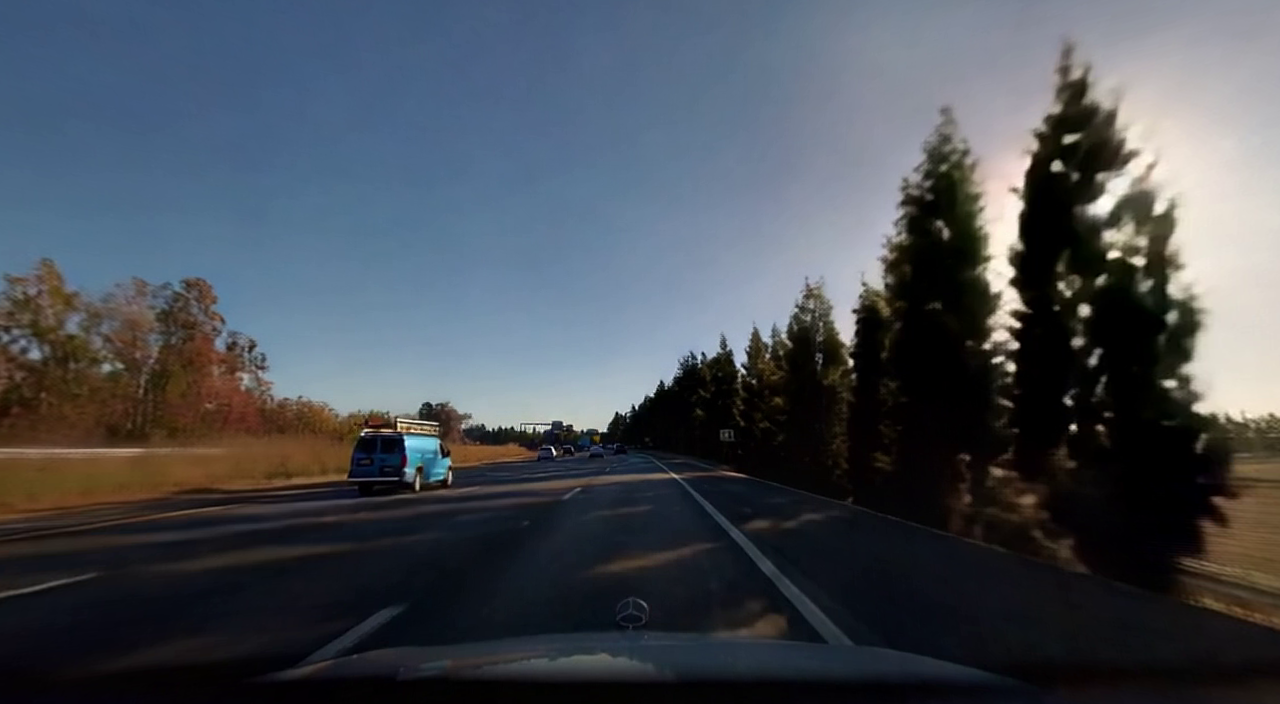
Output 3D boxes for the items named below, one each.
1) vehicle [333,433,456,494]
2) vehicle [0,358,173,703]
[{"bbox_3d":[-7.850,3.613,20.782,2.093,1.752,4.771,0,-9,0],"label":"vehicle"},{"bbox_3d":[-3.739,0.642,1.127,2.040,1.679,4.865,0,-9,0],"label":"vehicle"}]
